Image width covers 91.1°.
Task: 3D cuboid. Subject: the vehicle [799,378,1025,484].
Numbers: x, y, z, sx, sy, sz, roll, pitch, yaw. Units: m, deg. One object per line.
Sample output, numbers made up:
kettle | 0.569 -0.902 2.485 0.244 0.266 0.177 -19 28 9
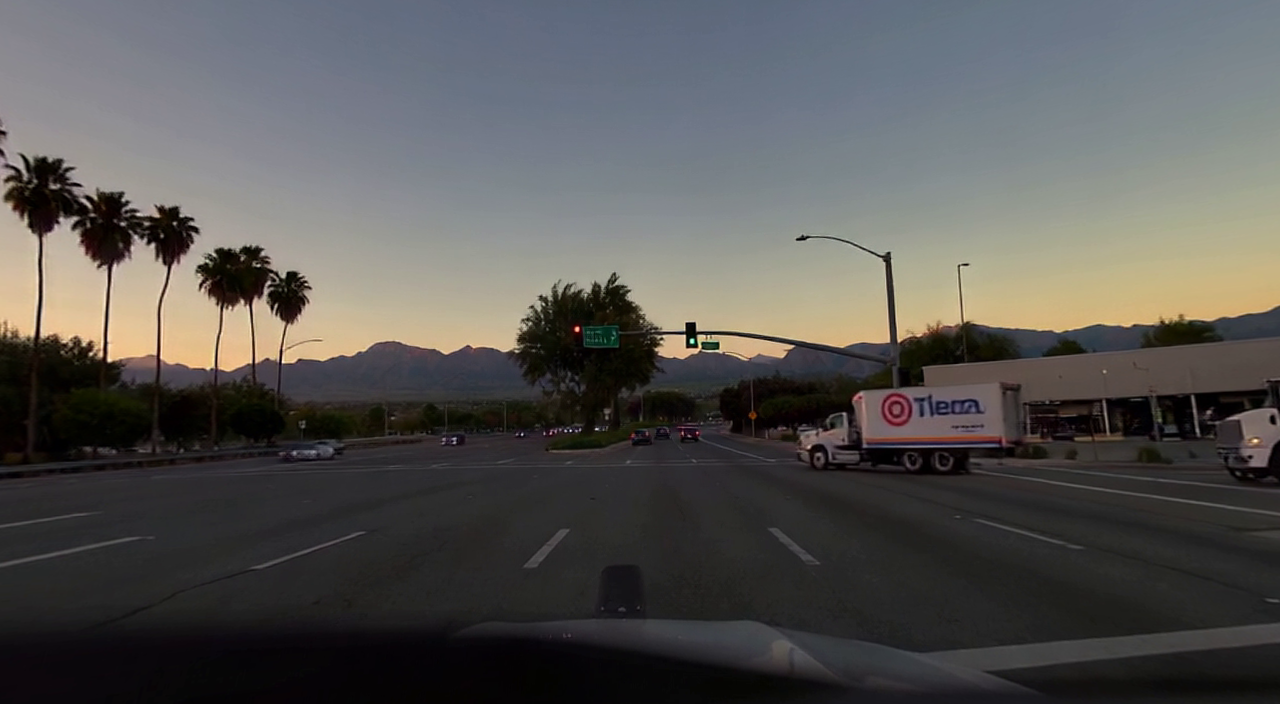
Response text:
vehicle | 10.118 3.050 23.809 7.088 3.414 3.237 -6 -11 37
